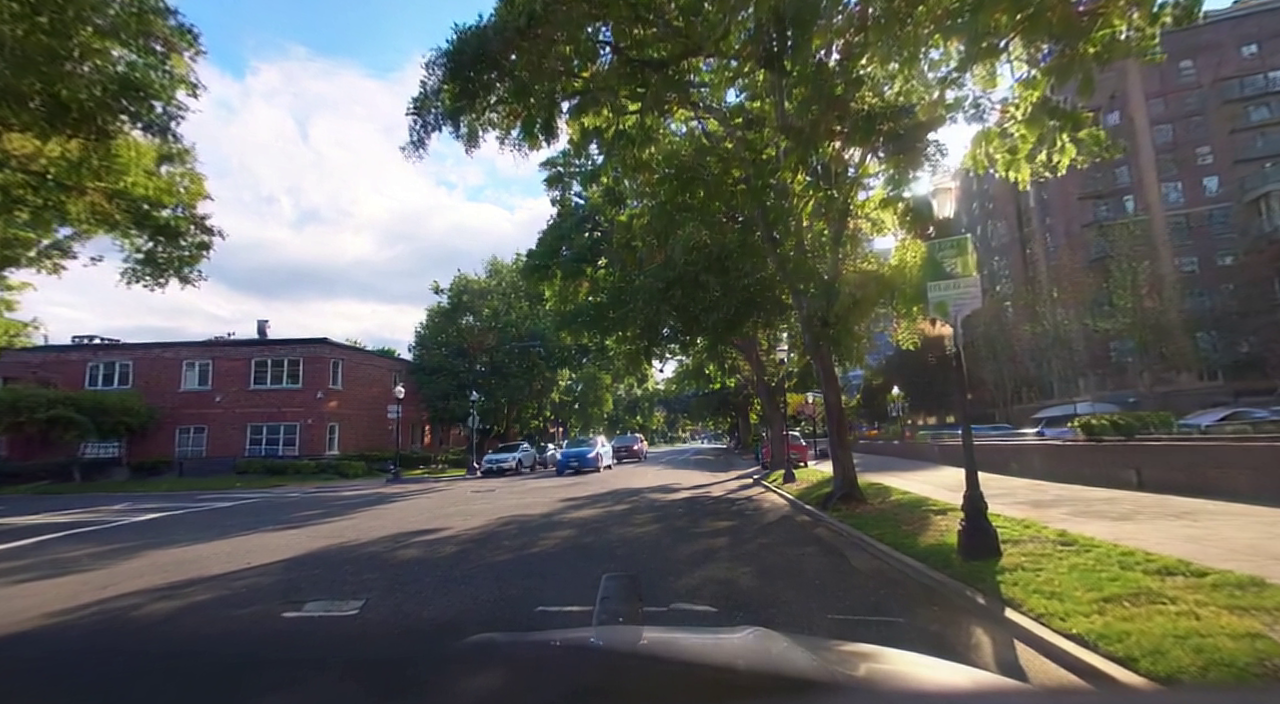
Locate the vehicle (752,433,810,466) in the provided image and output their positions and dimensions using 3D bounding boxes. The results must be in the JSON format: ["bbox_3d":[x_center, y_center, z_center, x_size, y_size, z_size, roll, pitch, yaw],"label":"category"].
[{"bbox_3d":[6.724,4.675,30.599,1.918,1.461,4.419,0,-8,1],"label":"vehicle"}]

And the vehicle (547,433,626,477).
[{"bbox_3d":[-1.930,3.944,24.414,2.056,1.508,4.596,-1,-9,8],"label":"vehicle"}]

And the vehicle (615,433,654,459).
[{"bbox_3d":[-0.291,6.426,43.041,2.110,1.651,4.410,-1,-9,7],"label":"vehicle"}]

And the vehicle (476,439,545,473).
[{"bbox_3d":[-6.038,4.924,30.002,1.968,1.443,4.358,-1,-9,6],"label":"vehicle"}]
